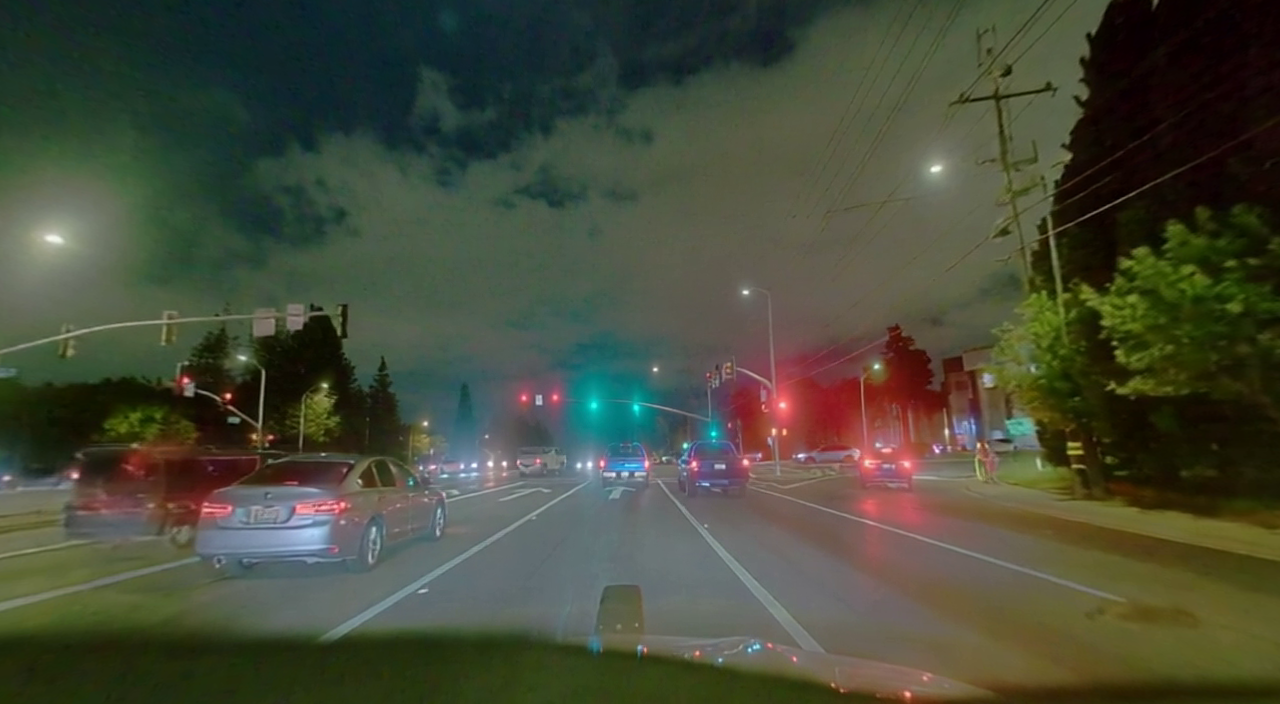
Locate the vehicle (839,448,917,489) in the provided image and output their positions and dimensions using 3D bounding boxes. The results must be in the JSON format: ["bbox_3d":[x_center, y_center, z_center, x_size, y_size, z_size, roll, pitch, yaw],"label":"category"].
[{"bbox_3d":[9.312,4.557,25.055,2.212,1.466,4.126,-2,-9,11],"label":"vehicle"}]

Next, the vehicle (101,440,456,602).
[{"bbox_3d":[-4.047,1.929,8.219,1.939,1.494,4.499,0,-9,0],"label":"vehicle"}]

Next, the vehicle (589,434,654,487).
[{"bbox_3d":[-0.721,4.901,28.829,2.643,2.145,5.585,0,-9,1],"label":"vehicle"}]

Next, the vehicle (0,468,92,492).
[{"bbox_3d":[-39.751,8.532,42.207,4.309,1.411,1.906,1,-9,-7],"label":"vehicle"}]

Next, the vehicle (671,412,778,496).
[{"bbox_3d":[2.834,3.756,23.493,2.905,2.636,6.895,0,-9,-1],"label":"vehicle"}]

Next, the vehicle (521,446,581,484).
[{"bbox_3d":[-4.354,5.597,31.648,2.273,1.749,4.385,0,-9,1],"label":"vehicle"}]
